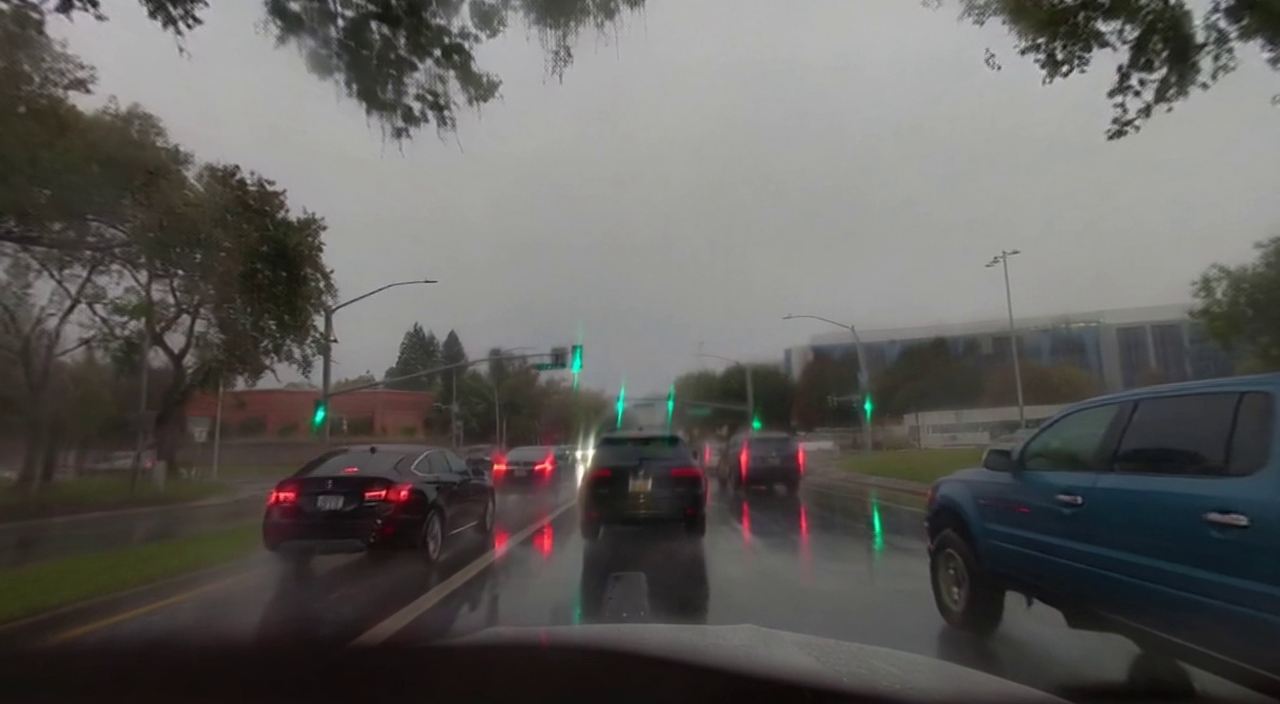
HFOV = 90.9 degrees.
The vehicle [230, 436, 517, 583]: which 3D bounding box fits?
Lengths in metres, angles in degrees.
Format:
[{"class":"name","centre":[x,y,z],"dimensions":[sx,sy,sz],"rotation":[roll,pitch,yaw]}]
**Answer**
[{"class":"vehicle","centre":[-3.192,1.966,8.863],"dimensions":[1.909,1.476,4.751],"rotation":[0,-8,1]}]

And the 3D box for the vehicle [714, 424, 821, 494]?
[{"class":"vehicle","centre":[3.819,3.337,20.052],"dimensions":[2.408,1.908,5.355],"rotation":[0,-8,1]}]

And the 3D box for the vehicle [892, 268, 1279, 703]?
[{"class":"vehicle","centre":[3.374,0.698,2.271],"dimensions":[2.571,1.857,5.841],"rotation":[0,-8,1]}]

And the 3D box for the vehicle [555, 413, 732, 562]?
[{"class":"vehicle","centre":[0.070,1.908,9.551],"dimensions":[2.113,1.768,3.901],"rotation":[0,-8,1]}]
